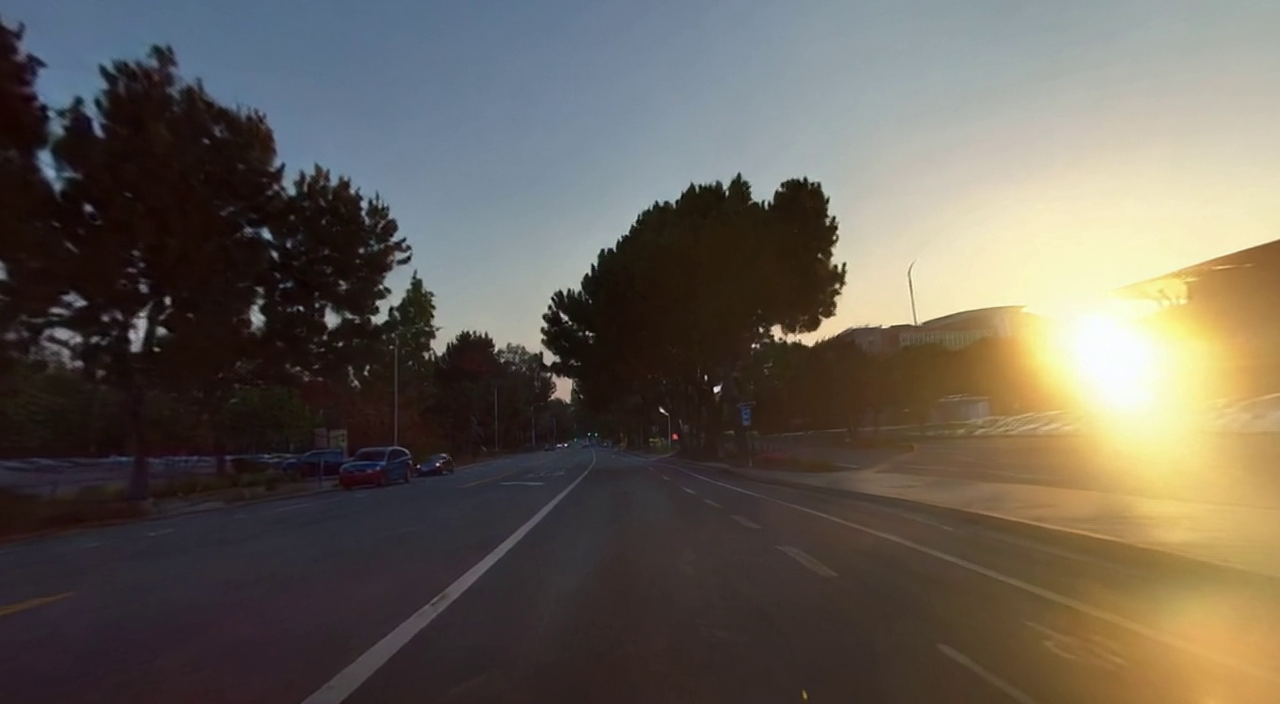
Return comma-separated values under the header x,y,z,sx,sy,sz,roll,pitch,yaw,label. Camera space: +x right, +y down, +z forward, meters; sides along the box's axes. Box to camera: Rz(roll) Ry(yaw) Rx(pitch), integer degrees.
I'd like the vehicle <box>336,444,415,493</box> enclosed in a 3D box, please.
x,y,z,sx,sy,sz,roll,pitch,yaw,label
-13.776,6.024,33.296,2.314,2.144,5.403,-4,-7,-6,vehicle

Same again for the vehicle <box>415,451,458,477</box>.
x,y,z,sx,sy,sz,roll,pitch,yaw,label
-15.102,8.344,47.112,2.090,1.680,4.434,-3,-9,-6,vehicle

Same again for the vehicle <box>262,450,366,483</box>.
x,y,z,sx,sy,sz,roll,pitch,yaw,label
-20.160,7.085,39.218,5.168,1.886,2.283,-1,-8,1,vehicle
